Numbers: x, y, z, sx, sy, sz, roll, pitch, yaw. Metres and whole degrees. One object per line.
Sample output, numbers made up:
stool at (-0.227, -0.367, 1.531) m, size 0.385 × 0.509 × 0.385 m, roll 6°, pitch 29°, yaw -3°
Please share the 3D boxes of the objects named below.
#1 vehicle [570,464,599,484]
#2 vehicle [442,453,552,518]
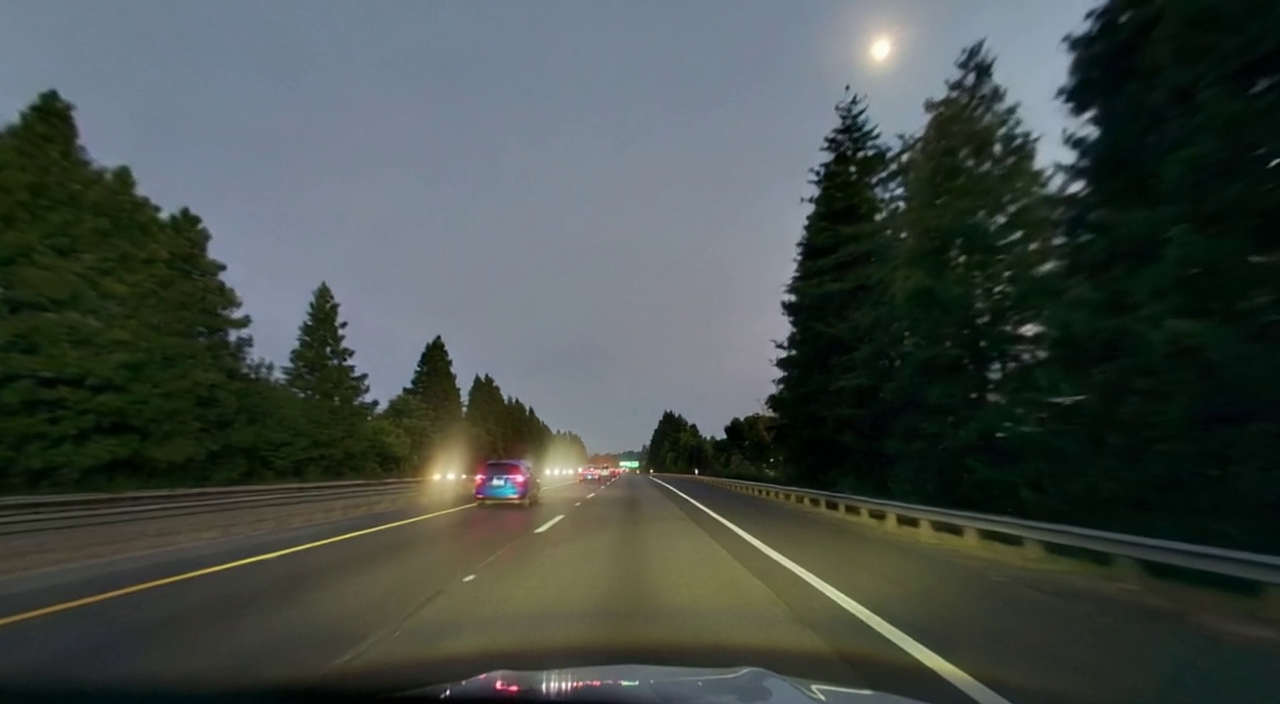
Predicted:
vehicle at (-4.286, 9.588, 49.472) m, size 1.900 × 1.469 × 4.106 m, roll 0°, pitch -10°, yaw 0°
vehicle at (-3.904, 3.762, 18.095) m, size 2.068 × 1.592 × 4.479 m, roll 0°, pitch -10°, yaw 1°
